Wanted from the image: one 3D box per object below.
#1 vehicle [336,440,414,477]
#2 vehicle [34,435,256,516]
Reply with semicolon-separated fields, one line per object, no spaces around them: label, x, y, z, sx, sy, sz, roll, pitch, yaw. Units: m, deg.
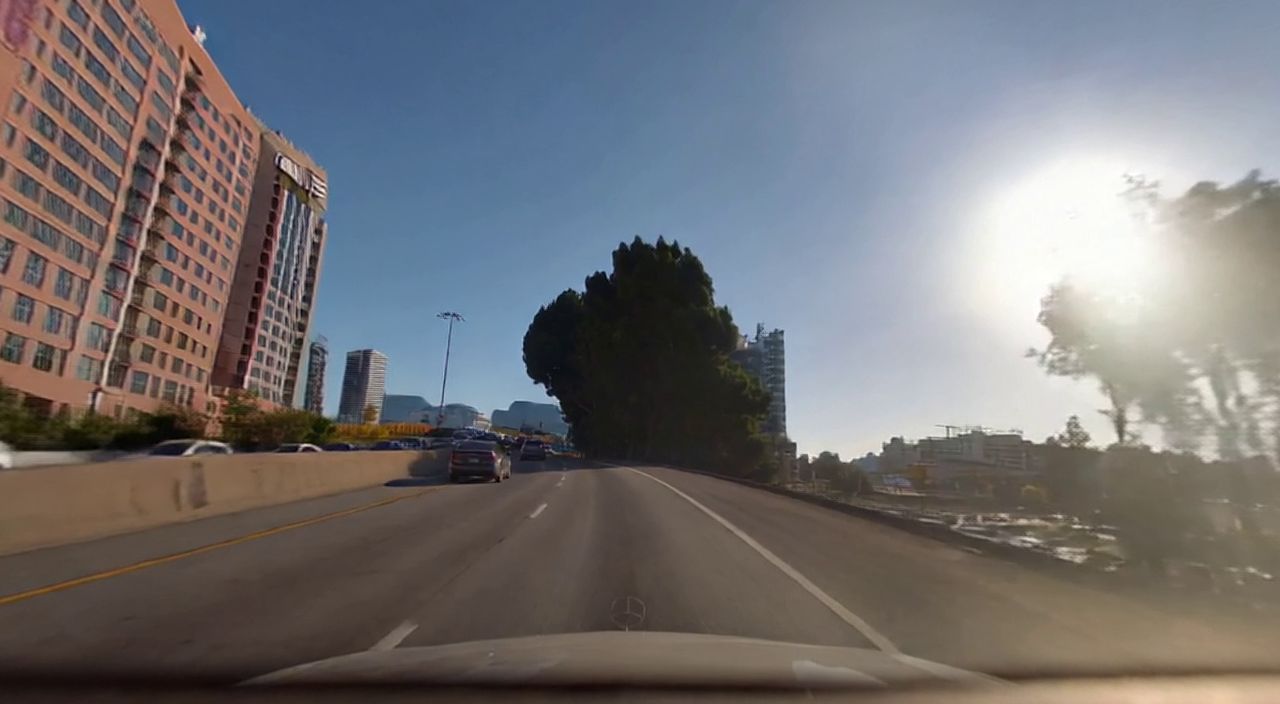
vehicle;-11.826;4.761;28.478;1.957;1.514;4.528;0;-9;-5
vehicle;-10.916;2.715;14.382;1.897;1.538;4.033;0;-9;-3
